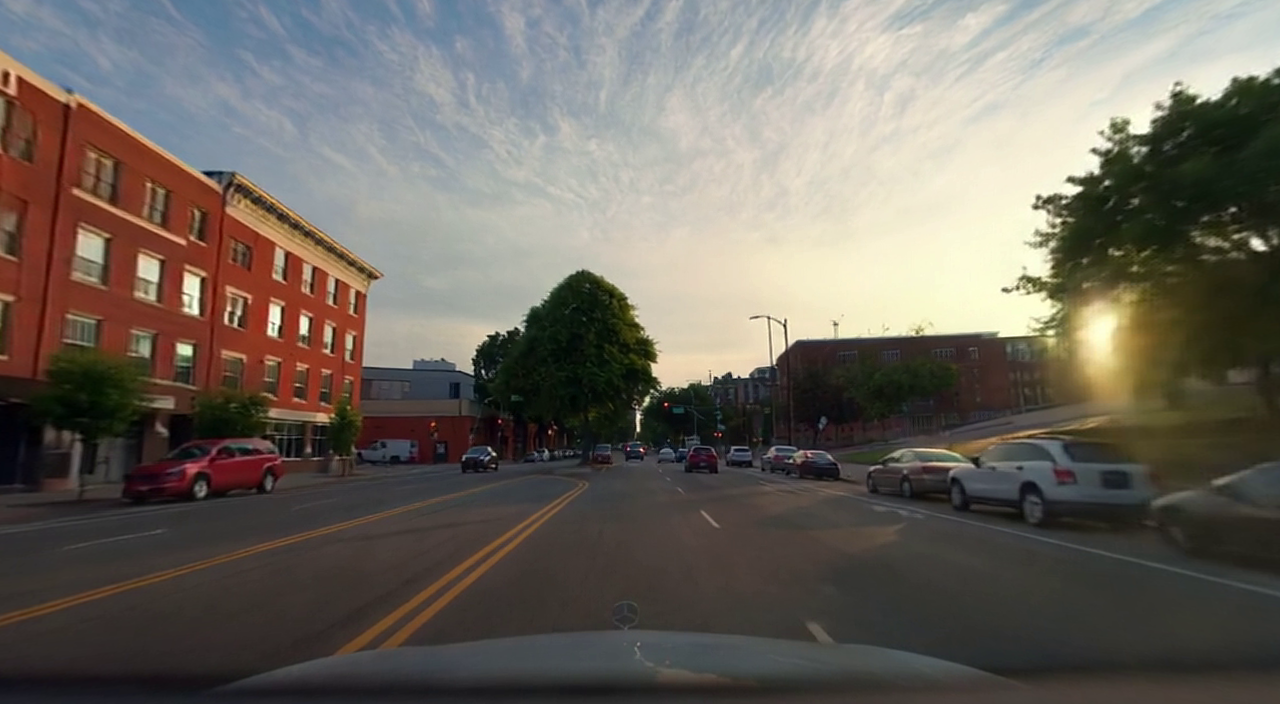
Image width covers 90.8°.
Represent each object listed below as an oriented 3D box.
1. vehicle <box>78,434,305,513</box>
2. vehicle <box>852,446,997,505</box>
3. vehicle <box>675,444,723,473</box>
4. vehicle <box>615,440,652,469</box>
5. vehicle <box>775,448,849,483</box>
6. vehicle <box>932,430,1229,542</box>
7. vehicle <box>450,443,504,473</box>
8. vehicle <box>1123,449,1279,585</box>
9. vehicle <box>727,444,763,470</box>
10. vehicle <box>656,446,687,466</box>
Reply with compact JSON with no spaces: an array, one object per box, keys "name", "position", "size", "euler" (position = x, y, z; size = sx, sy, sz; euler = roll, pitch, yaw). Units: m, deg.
[{"name":"vehicle","position":[-14.454,3.953,21.143],"size":[2.822,2.230,6.145],"euler":[0,-9,3]},{"name":"vehicle","position":[8.167,3.549,18.719],"size":[2.072,1.479,4.603],"euler":[0,-8,-1]},{"name":"vehicle","position":[3.256,6.035,36.115],"size":[2.238,1.499,4.964],"euler":[0,-8,0]},{"name":"vehicle","position":[-0.413,6.858,42.524],"size":[2.329,1.842,4.537],"euler":[0,-8,0]},{"name":"vehicle","position":[8.036,5.334,30.071],"size":[2.054,1.455,4.786],"euler":[0,-8,-2]},{"name":"vehicle","position":[8.155,2.519,12.530],"size":[2.310,1.753,4.814],"euler":[0,-9,-1]},{"name":"vehicle","position":[-10.075,6.579,39.472],"size":[2.212,1.784,4.626],"euler":[0,-8,-1]},{"name":"vehicle","position":[8.149,1.804,6.766],"size":[2.075,1.467,4.800],"euler":[0,-8,-1]},{"name":"vehicle","position":[7.914,7.926,47.904],"size":[1.959,1.719,4.538],"euler":[1,-8,0]},{"name":"vehicle","position":[2.368,7.916,48.227],"size":[2.019,1.462,4.155],"euler":[0,-8,-1]}]
